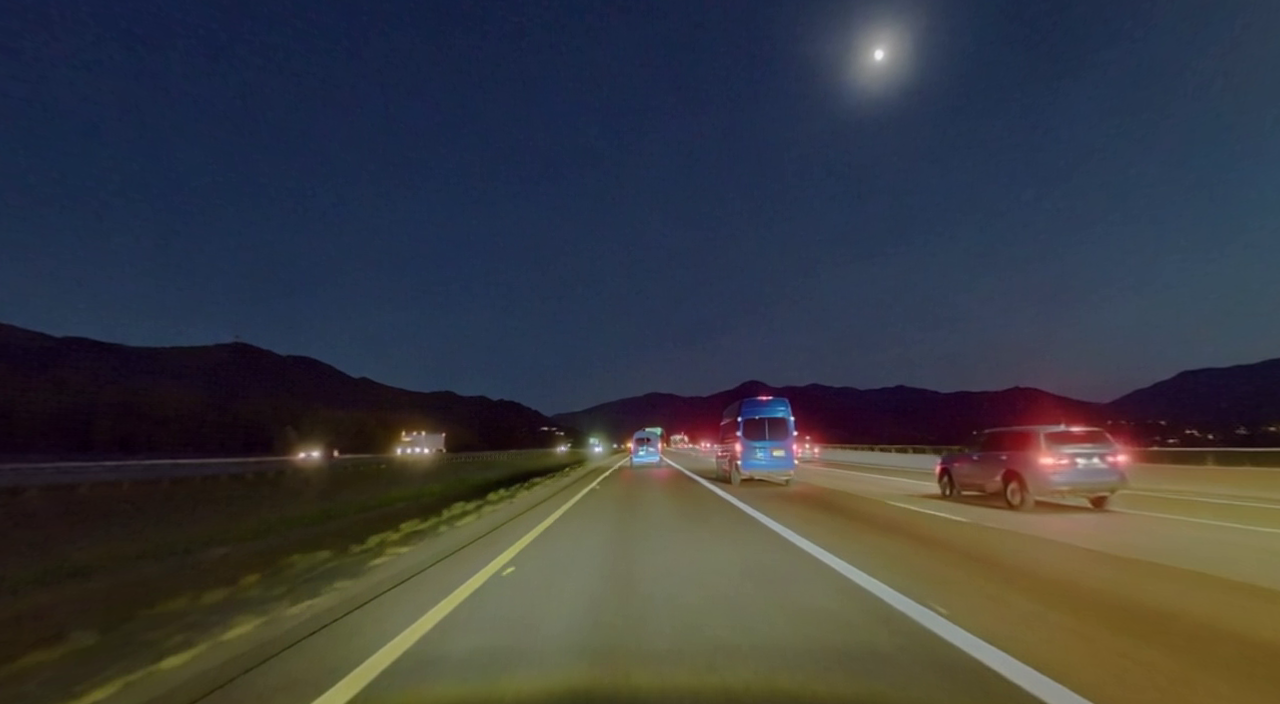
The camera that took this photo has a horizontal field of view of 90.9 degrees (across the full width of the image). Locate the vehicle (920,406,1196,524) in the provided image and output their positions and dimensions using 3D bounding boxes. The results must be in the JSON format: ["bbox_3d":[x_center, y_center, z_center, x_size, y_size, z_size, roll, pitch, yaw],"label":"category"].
[{"bbox_3d":[7.951,2.205,12.829,2.240,1.925,4.854,0,-8,0],"label":"vehicle"}]

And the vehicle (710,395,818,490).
[{"bbox_3d":[3.862,3.011,21.037,2.302,2.670,6.176,0,-8,0],"label":"vehicle"}]

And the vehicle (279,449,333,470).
[{"bbox_3d":[-26.274,8.418,49.752,1.802,1.546,4.238,0,-8,1],"label":"vehicle"}]

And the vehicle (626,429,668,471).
[{"bbox_3d":[0.389,5.379,34.699,2.131,2.122,4.473,0,-8,1],"label":"vehicle"}]
